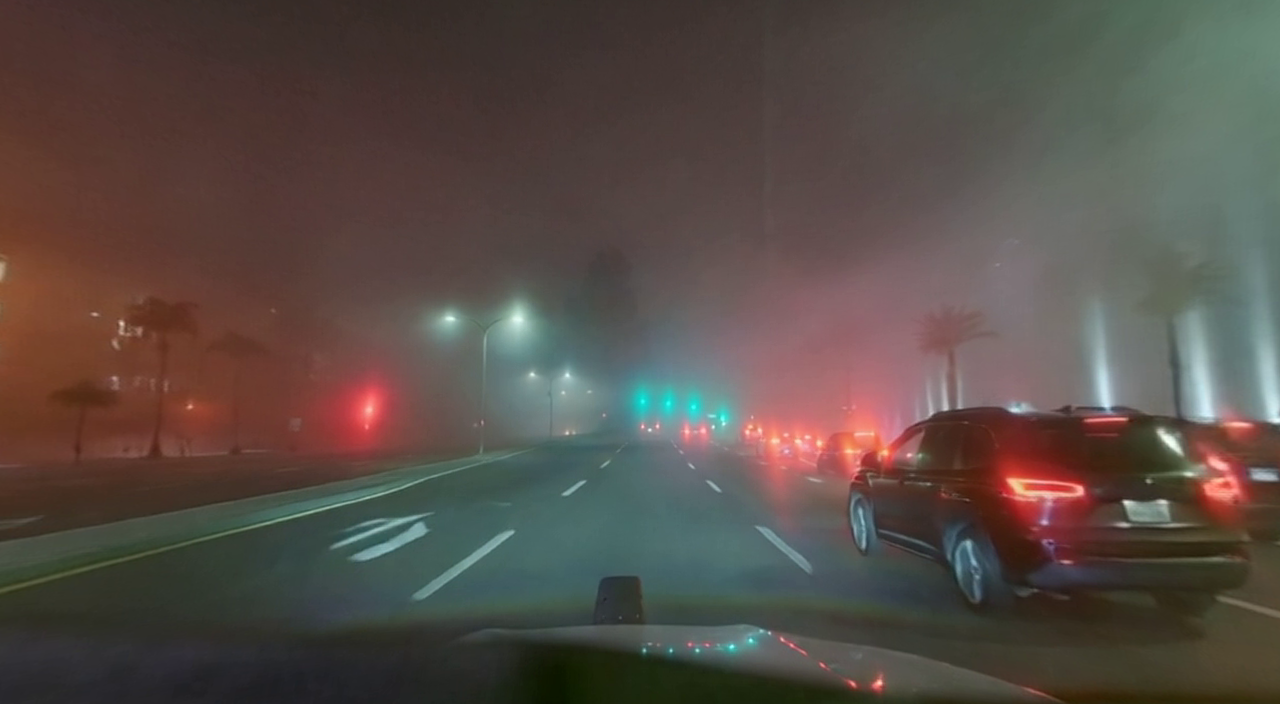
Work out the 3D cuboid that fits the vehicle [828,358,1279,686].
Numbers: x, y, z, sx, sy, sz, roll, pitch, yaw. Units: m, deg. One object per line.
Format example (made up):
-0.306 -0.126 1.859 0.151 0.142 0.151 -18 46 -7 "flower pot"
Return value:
3.621 1.280 5.906 2.219 1.795 4.718 0 -9 0 "vehicle"
